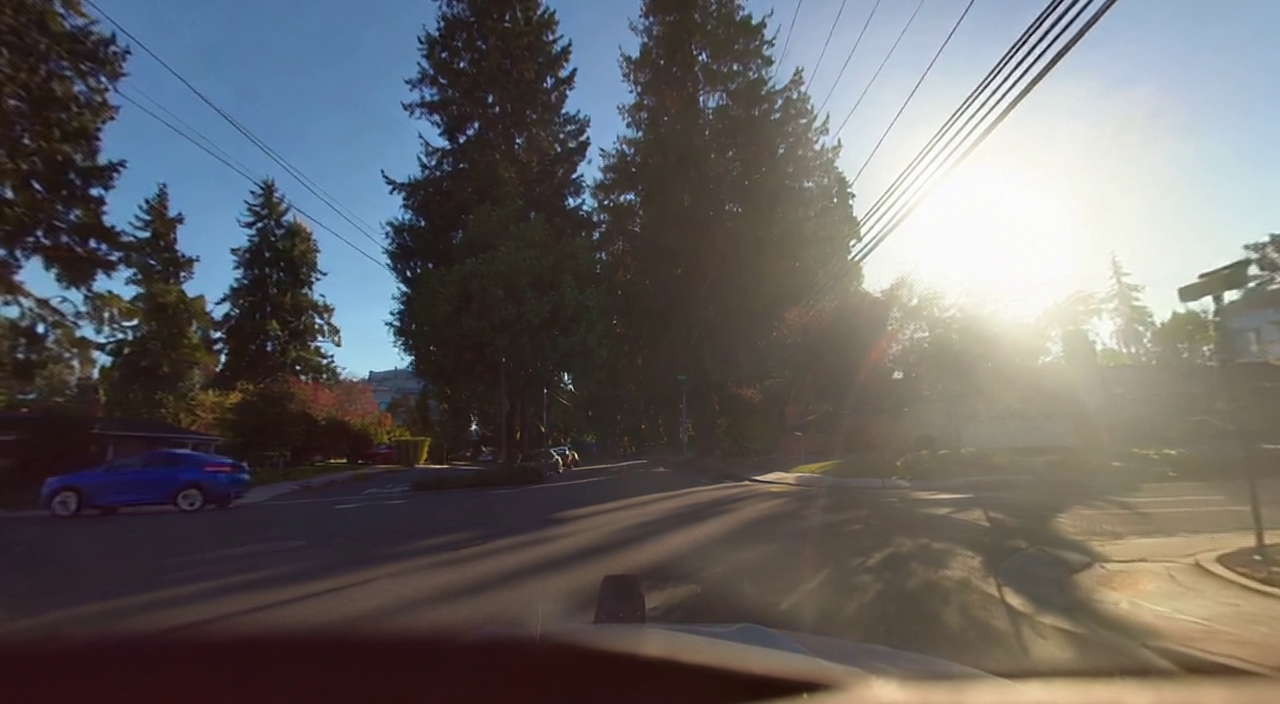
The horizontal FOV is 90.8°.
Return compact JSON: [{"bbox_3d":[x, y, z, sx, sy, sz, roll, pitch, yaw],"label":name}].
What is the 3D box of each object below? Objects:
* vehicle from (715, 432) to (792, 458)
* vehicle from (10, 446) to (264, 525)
[{"bbox_3d":[7.681,6.324,42.955,4.784,1.647,1.947,0,-8,-5],"label":"vehicle"},{"bbox_3d":[-11.811,3.108,15.328,4.396,1.596,1.988,3,-9,-26],"label":"vehicle"}]
